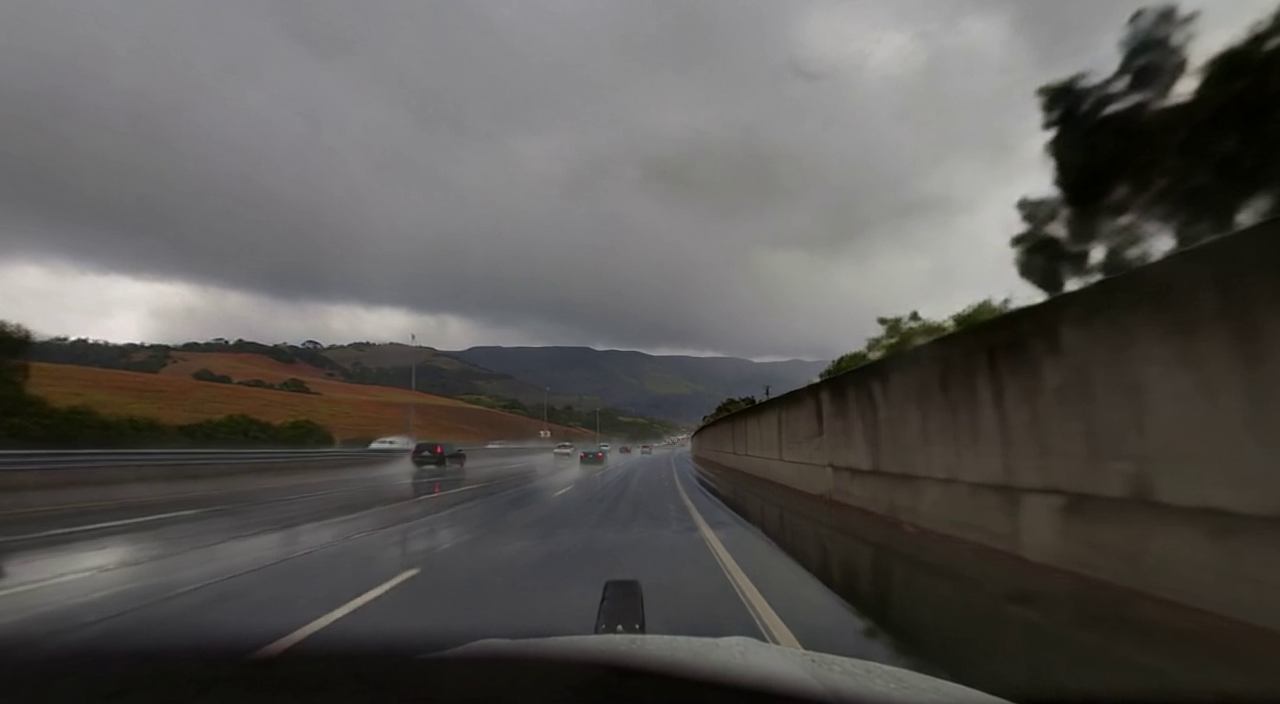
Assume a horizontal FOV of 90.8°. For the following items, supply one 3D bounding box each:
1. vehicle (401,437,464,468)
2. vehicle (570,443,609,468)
[{"bbox_3d":[-12.681,6.173,38.987,2.076,1.766,4.831,0,-8,2],"label":"vehicle"},{"bbox_3d":[-3.068,6.444,39.446,1.931,1.492,4.076,0,-8,2],"label":"vehicle"}]
